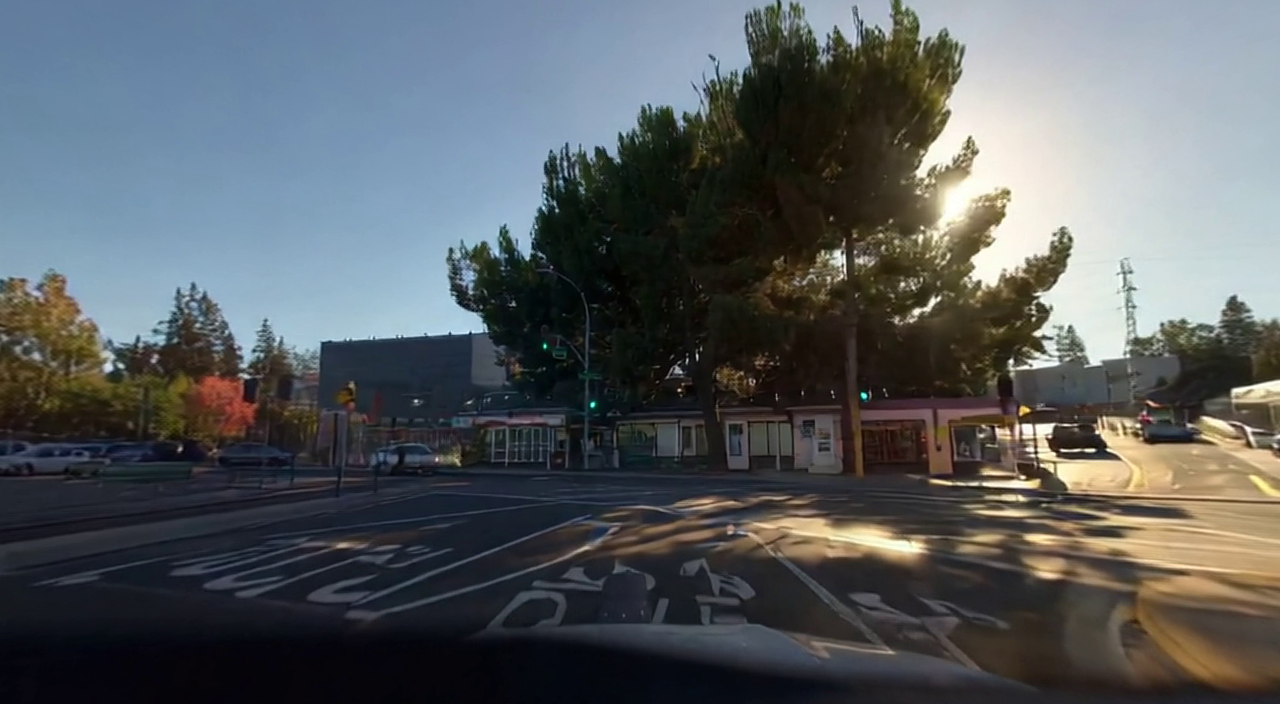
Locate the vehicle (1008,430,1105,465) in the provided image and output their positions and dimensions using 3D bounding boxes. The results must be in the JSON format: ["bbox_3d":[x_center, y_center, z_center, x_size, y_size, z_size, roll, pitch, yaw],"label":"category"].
[{"bbox_3d":[24.657,5.673,37.392,4.474,1.956,2.263,-4,-9,27],"label":"vehicle"}]

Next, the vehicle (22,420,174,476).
[{"bbox_3d":[-20.865,3.731,24.544,2.337,1.934,4.843,2,-9,-12],"label":"vehicle"}]

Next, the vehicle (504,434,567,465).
[{"bbox_3d":[-6.884,6.453,41.752,2.072,1.922,4.112,-4,-9,27],"label":"vehicle"}]

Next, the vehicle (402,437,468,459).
[{"bbox_3d":[-15.439,7.252,47.568,2.015,1.529,4.598,-4,-9,27],"label":"vehicle"}]

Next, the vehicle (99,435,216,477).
[{"bbox_3d":[-17.716,3.821,23.306,1.789,1.399,4.236,2,-9,-14],"label":"vehicle"}]
